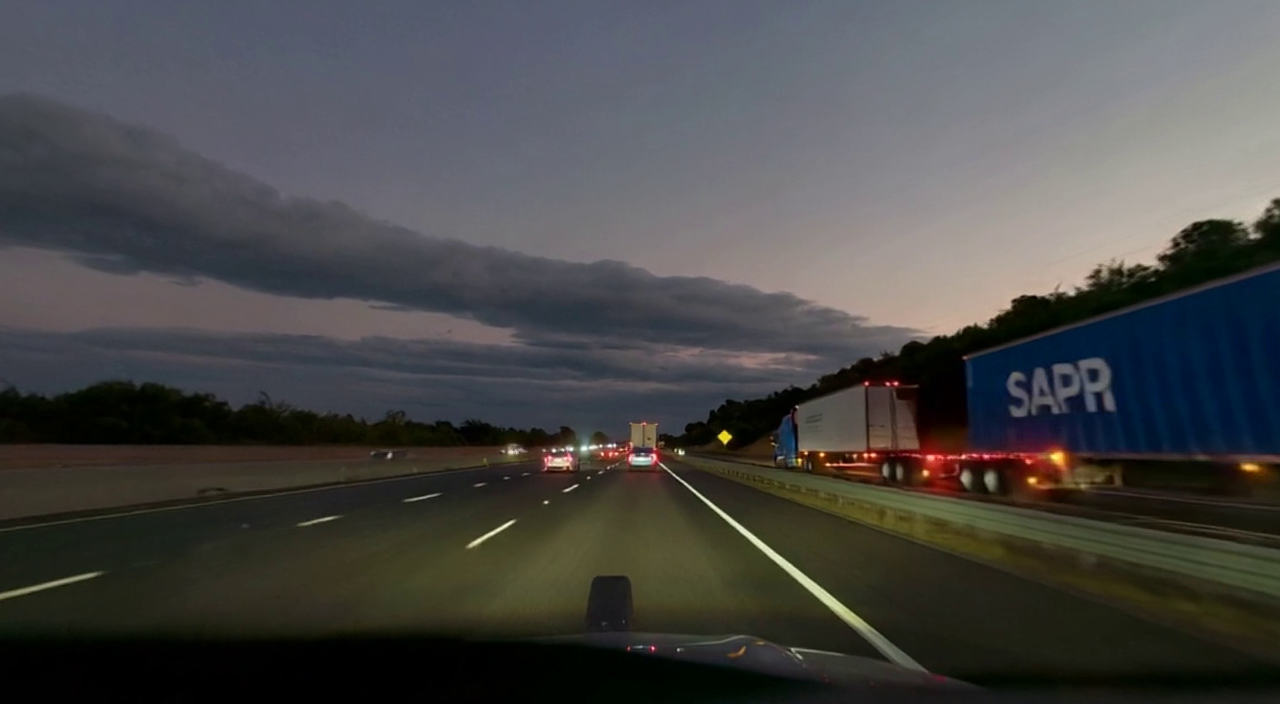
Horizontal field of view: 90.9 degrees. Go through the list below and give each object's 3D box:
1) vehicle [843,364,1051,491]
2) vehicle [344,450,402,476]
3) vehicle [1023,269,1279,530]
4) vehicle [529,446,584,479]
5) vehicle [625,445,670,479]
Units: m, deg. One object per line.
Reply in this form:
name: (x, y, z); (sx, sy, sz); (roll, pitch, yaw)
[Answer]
vehicle: (11.536, 3.164, 25.311); (3.020, 4.143, 9.468); (1, -9, -4)
vehicle: (-15.498, 6.444, 36.793); (1.724, 1.432, 3.724); (0, -9, 0)
vehicle: (11.638, 0.739, 9.912); (2.926, 4.094, 13.856); (0, -9, 2)
vehicle: (-4.017, 5.385, 31.020); (2.018, 1.504, 4.431); (0, -9, 1)
vehicle: (0.315, 5.210, 29.970); (1.991, 1.507, 3.391); (0, -9, -1)
